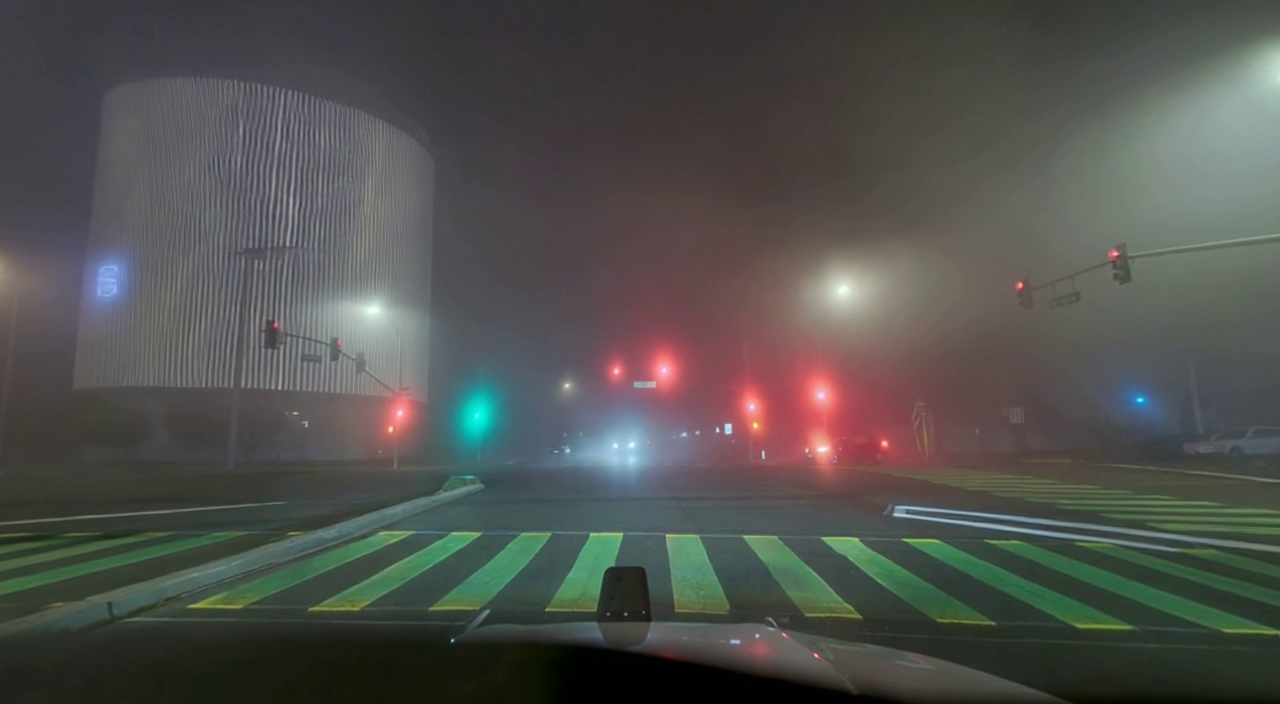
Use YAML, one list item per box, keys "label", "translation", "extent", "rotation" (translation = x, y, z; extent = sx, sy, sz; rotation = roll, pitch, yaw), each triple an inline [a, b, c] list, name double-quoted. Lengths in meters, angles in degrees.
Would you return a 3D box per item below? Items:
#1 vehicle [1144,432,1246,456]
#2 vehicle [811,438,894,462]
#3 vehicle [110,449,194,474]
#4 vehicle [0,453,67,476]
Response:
- label: "vehicle"
  translation: [36.176, 6.017, 41.180]
  extent: [4.767, 1.456, 1.858]
  rotation: [-1, -8, 3]
- label: "vehicle"
  translation: [13.164, 6.108, 39.261]
  extent: [4.529, 1.457, 1.981]
  rotation: [-1, -9, 8]
- label: "vehicle"
  translation: [-33.067, 7.401, 42.768]
  extent: [4.136, 1.661, 1.857]
  rotation: [0, -8, 1]
- label: "vehicle"
  translation: [-41.649, 7.635, 42.781]
  extent: [3.698, 1.467, 1.779]
  rotation: [0, -8, 1]
